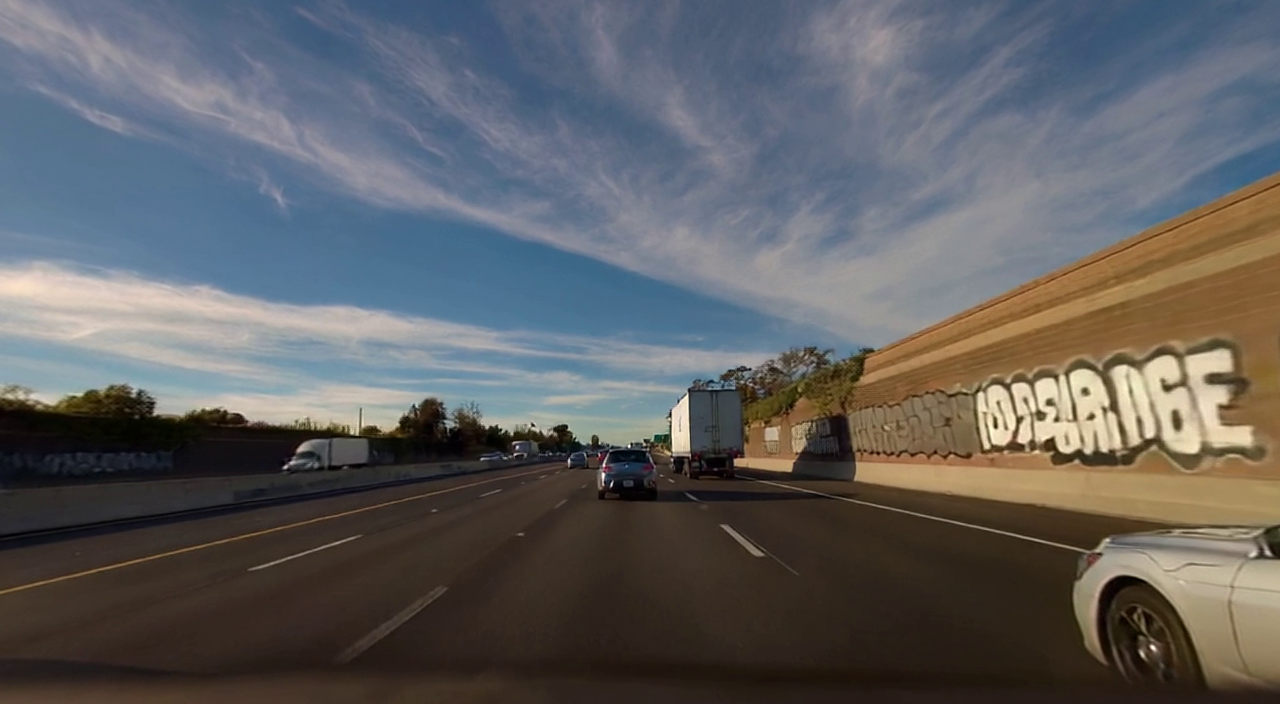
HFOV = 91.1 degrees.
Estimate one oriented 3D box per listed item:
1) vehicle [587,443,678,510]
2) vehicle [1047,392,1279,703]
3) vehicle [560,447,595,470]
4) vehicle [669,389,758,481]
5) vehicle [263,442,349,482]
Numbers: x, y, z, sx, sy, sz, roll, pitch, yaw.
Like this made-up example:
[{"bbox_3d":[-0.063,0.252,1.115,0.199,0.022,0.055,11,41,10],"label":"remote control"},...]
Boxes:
[{"bbox_3d":[-0.239,3.076,16.041,2.033,1.468,4.015,0,-9,-2],"label":"vehicle"},{"bbox_3d":[3.295,0.712,1.057,1.996,1.497,4.754,0,-9,0],"label":"vehicle"},{"bbox_3d":[-4.344,7.479,44.363,2.067,1.481,4.085,0,-9,0],"label":"vehicle"},{"bbox_3d":[3.543,4.732,34.929,2.902,4.014,14.446,0,-9,-1],"label":"vehicle"},{"bbox_3d":[-20.443,6.708,38.813,2.288,2.238,5.370,-1,-9,0],"label":"vehicle"}]
